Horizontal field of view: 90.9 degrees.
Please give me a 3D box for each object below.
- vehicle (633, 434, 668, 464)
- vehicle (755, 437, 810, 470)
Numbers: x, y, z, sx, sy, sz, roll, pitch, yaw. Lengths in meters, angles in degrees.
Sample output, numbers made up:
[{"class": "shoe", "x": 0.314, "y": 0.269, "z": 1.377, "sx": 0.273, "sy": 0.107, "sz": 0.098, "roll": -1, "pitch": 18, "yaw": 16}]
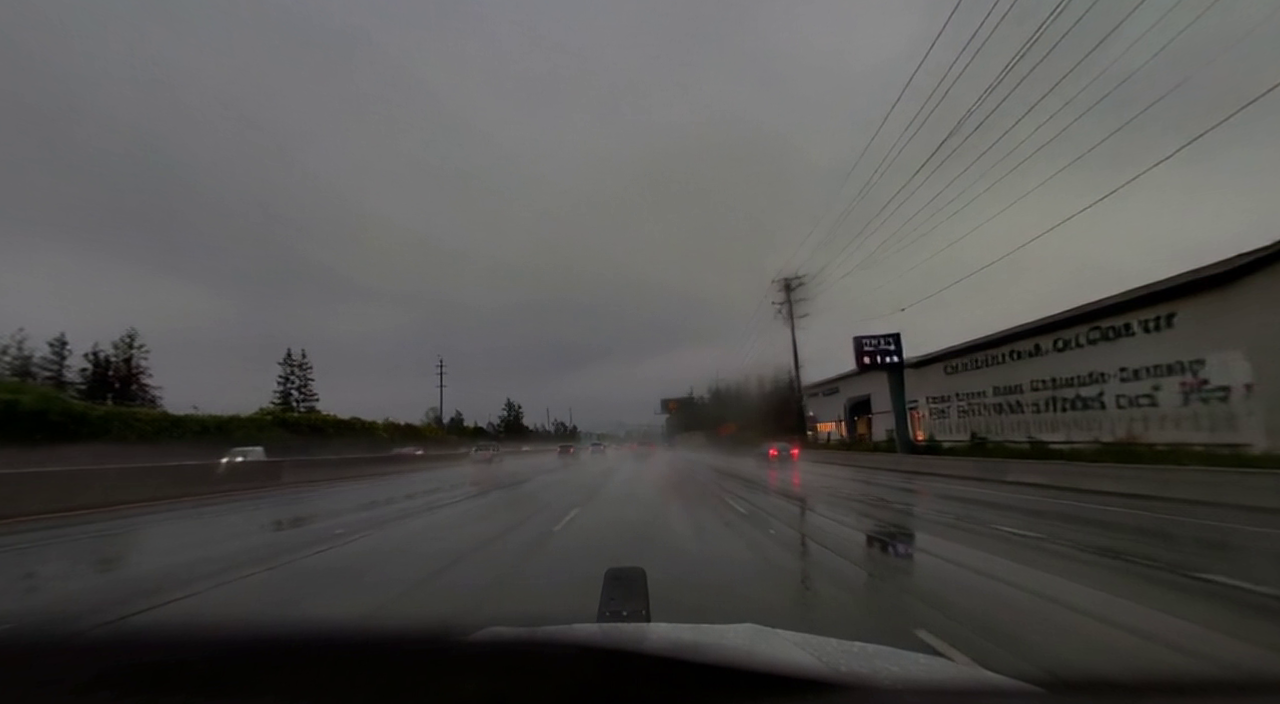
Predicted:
[{"class": "vehicle", "x": 0.793, "y": 7.624, "z": 49.733, "sx": 2.622, "sy": 2.208, "sz": 5.320, "roll": 0, "pitch": -8, "yaw": 0}, {"class": "vehicle", "x": 7.675, "y": 5.520, "z": 34.424, "sx": 1.937, "sy": 1.698, "sz": 4.322, "roll": 0, "pitch": -8, "yaw": -1}]
